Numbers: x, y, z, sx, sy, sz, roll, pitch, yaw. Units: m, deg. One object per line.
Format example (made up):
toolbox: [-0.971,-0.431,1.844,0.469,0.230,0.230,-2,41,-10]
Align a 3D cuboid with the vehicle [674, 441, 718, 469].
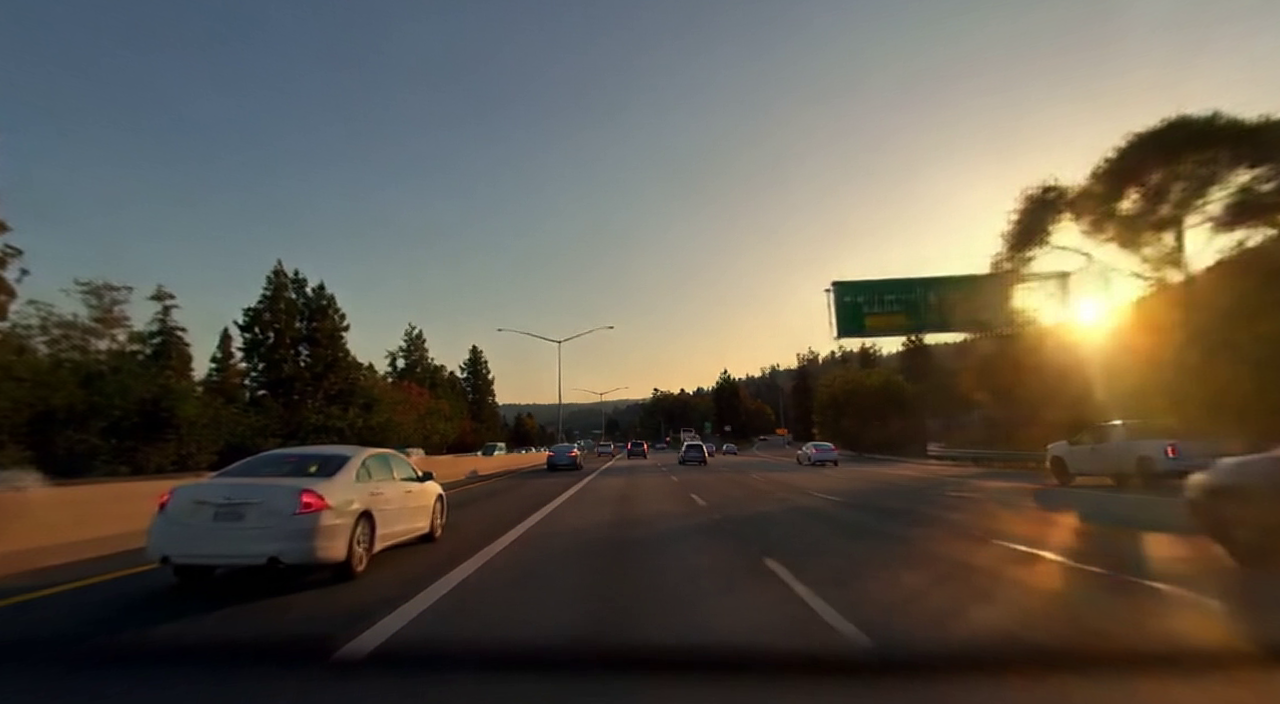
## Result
vehicle: [3.153,5.944,36.624,2.007,1.469,4.337,0,-8,-2]

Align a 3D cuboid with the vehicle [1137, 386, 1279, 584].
vehicle: [6.488,0.974,4.412,2.105,1.655,4.652,0,-8,-2]

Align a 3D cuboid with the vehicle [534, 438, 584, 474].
vehicle: [-4.028,5.261,32.141,1.992,1.651,4.185,0,-8,0]

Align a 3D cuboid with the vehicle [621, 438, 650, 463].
vehicle: [-0.380,7.667,49.311,2.192,1.813,4.864,0,-8,-1]

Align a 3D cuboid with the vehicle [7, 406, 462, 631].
vehicle: [-3.643,1.567,6.954,2.119,1.654,4.353,0,-8,0]

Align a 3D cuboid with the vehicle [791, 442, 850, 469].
vehicle: [9.633,5.561,34.083,1.910,1.384,3.867,0,-8,-2]
